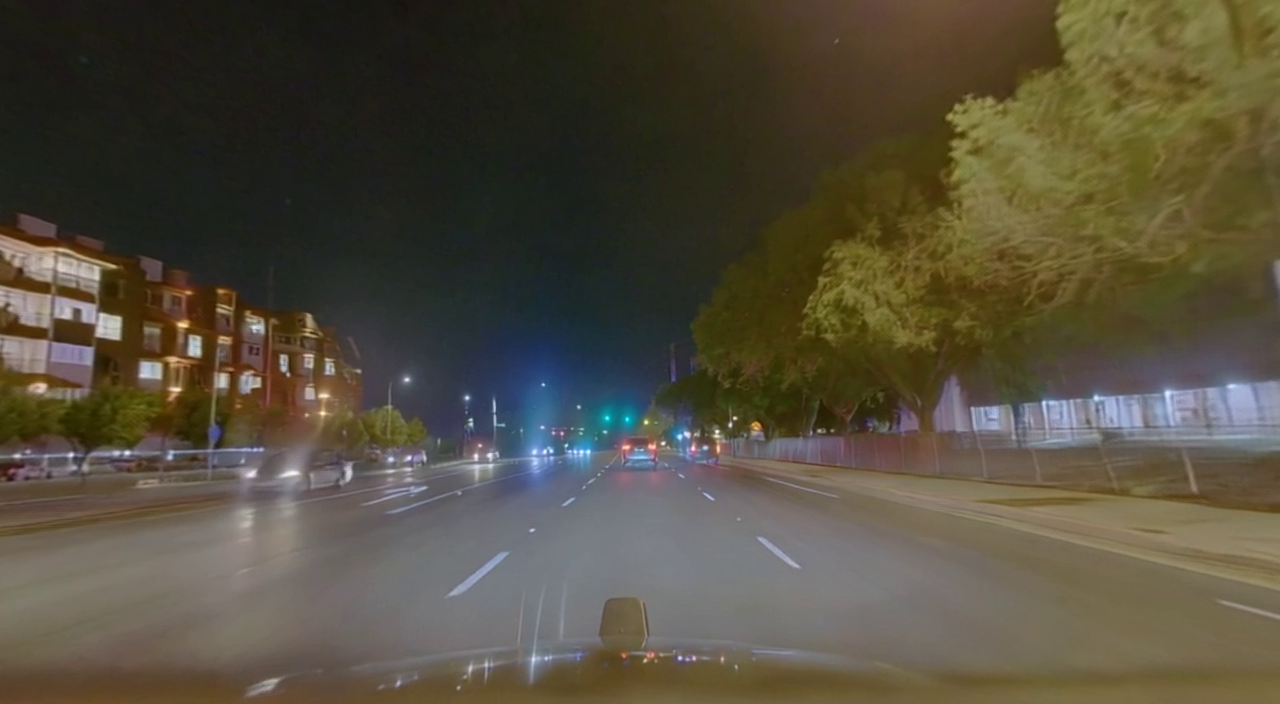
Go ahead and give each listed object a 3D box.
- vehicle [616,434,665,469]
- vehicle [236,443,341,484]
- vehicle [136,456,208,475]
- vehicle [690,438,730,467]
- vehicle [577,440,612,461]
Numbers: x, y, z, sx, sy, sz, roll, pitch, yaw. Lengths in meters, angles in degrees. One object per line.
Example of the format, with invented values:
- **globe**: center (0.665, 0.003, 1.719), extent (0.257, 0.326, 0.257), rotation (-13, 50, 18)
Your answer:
- **vehicle**: center (0.122, 5.242, 33.358), extent (2.000, 1.671, 4.276), rotation (-1, -8, 8)
- **vehicle**: center (-14.492, 4.576, 26.288), extent (1.868, 1.528, 4.317), rotation (0, -8, 0)
- **vehicle**: center (-37.042, 8.989, 49.902), extent (4.335, 1.426, 1.719), rotation (-1, -8, 2)
- **vehicle**: center (3.757, 5.392, 33.973), extent (1.974, 1.490, 4.231), rotation (-1, -8, 6)
- **vehicle**: center (-3.270, 7.186, 46.223), extent (2.189, 1.441, 4.350), rotation (0, -8, 0)
